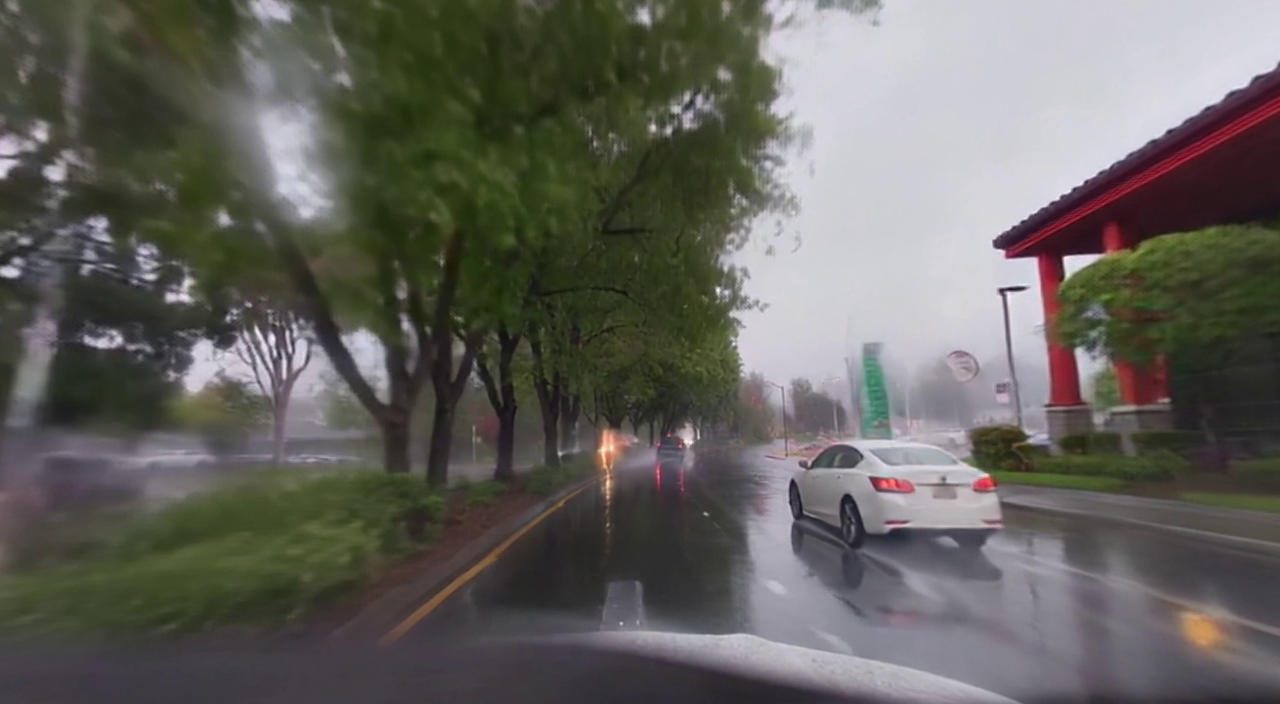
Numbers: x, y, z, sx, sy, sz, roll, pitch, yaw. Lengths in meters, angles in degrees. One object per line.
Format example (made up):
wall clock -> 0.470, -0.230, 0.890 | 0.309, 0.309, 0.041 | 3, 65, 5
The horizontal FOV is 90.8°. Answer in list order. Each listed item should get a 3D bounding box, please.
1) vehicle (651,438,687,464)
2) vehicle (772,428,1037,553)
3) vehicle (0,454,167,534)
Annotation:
vehicle -> 2.087, 6.903, 44.178 | 2.123, 1.703, 4.292 | -1, -8, 8
vehicle -> 3.746, 2.051, 10.178 | 2.132, 1.497, 4.827 | 0, -8, -1
vehicle -> -14.693, 3.480, 16.099 | 1.910, 1.667, 4.290 | 0, -8, 0
